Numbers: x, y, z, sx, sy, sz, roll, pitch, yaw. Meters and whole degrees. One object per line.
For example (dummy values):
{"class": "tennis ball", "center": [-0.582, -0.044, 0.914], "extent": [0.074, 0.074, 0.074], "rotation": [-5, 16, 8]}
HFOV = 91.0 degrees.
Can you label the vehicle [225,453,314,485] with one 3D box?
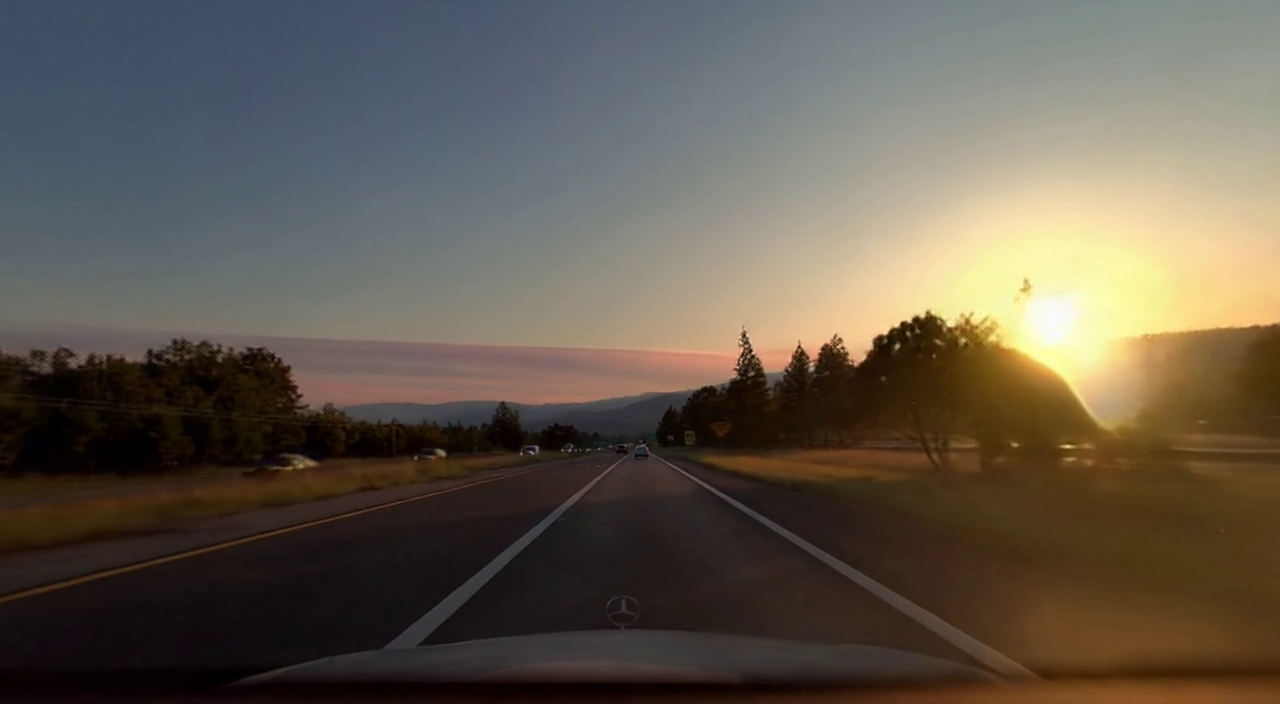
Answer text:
{"class": "vehicle", "center": [-19.307, 6.082, 33.086], "extent": [1.879, 1.505, 4.530], "rotation": [0, -9, 1]}
